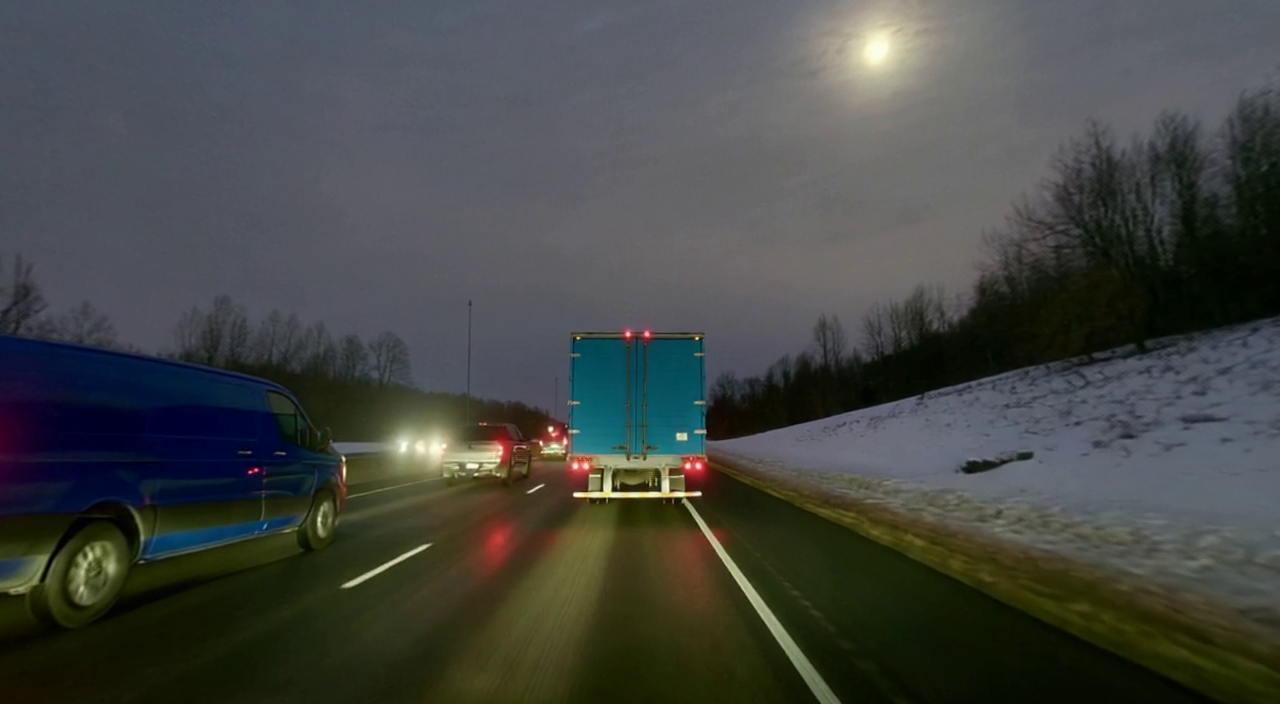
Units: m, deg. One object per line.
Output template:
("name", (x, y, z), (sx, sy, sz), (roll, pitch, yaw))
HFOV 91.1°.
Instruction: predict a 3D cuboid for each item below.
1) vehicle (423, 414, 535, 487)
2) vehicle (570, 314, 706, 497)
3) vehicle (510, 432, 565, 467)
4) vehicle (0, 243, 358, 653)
("vehicle", (-4.840, 3.029, 19.752), (2.168, 1.985, 4.952), (0, -8, 0))
("vehicle", (-0.180, 1.835, 18.938), (2.953, 4.041, 10.072), (0, -8, -2))
("vehicle", (-4.831, 4.677, 30.343), (1.931, 1.539, 4.441), (0, -8, 0))
("vehicle", (-5.226, 0.890, 6.072), (2.478, 2.515, 5.438), (0, -8, -1))
